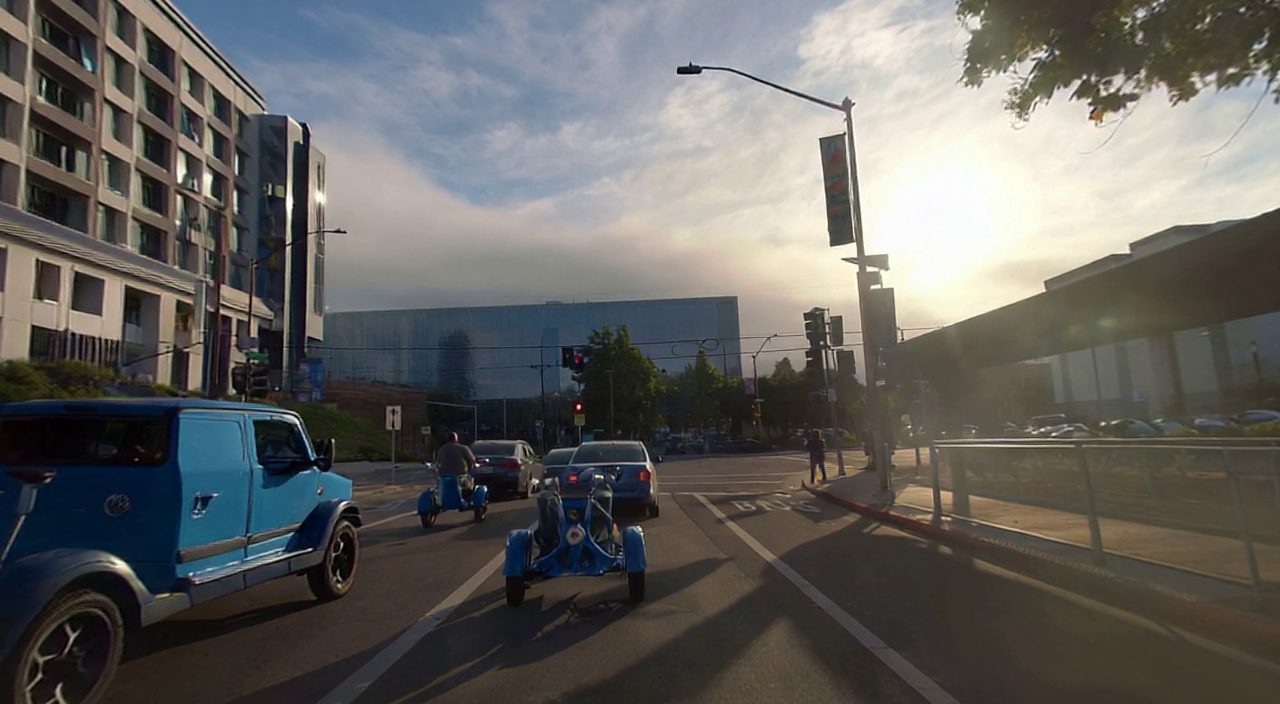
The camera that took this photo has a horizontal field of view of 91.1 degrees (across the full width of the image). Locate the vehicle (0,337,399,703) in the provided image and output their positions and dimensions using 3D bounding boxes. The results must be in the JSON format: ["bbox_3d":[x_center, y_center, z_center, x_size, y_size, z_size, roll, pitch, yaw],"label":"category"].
[{"bbox_3d":[-3.616,1.132,4.449,2.000,1.809,4.405,0,-8,1],"label":"vehicle"}]

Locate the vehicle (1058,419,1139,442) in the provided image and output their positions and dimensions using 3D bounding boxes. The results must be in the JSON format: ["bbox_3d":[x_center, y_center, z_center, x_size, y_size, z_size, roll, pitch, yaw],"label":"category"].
[{"bbox_3d":[30.711,5.278,42.104,1.751,1.420,4.027,8,-12,-43],"label":"vehicle"}]

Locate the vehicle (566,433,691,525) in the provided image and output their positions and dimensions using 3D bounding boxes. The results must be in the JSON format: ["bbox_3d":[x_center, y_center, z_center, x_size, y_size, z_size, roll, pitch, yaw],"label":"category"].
[{"bbox_3d":[-0.148,2.355,12.232,2.025,1.458,4.085,0,-8,1],"label":"vehicle"}]

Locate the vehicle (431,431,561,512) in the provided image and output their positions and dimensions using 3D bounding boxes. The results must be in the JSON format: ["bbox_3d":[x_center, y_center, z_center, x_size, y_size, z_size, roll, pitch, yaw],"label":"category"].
[{"bbox_3d":[-3.167,2.715,14.738,1.935,1.615,4.073,-1,-8,2],"label":"vehicle"}]
